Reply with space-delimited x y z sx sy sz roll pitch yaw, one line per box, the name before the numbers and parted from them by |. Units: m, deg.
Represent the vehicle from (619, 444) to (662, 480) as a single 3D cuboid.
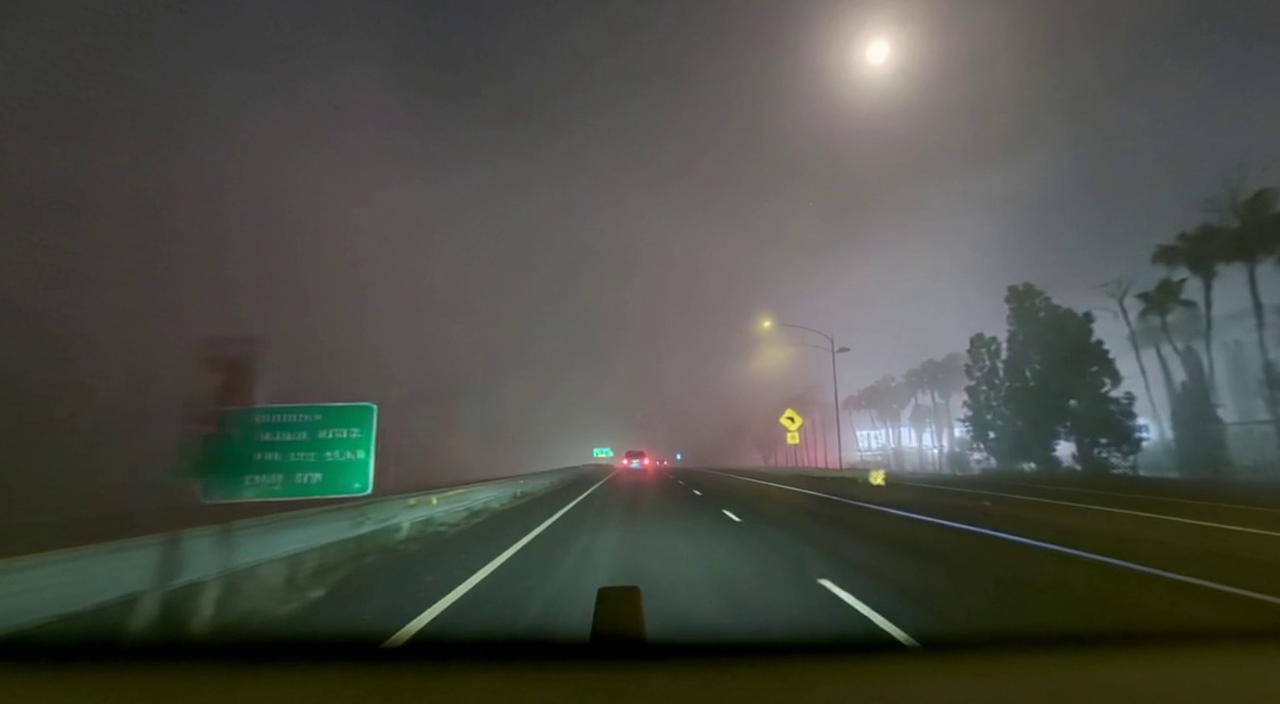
vehicle | -0.022 5.652 32.621 2.089 1.718 4.193 0 -9 -1
